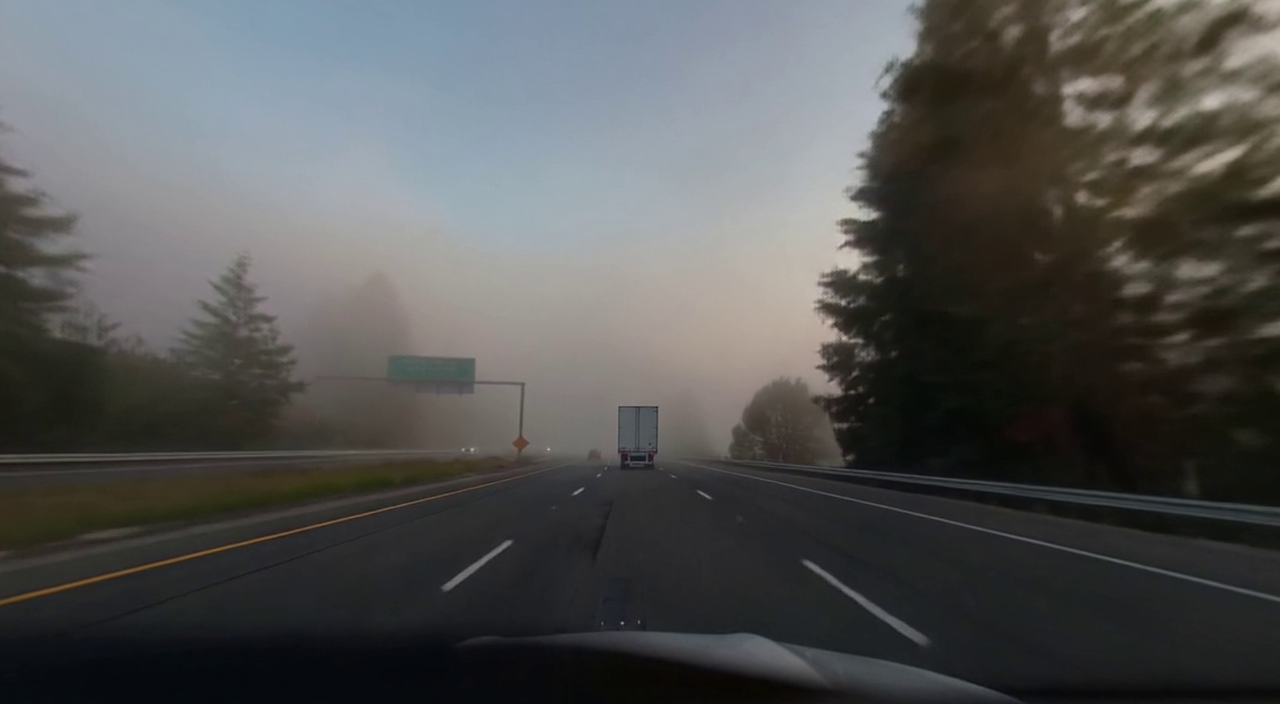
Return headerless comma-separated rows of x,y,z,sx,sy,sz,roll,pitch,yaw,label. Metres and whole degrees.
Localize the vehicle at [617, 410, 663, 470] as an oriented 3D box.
-0.193,6.589,46.690,2.962,3.953,10.696,0,-9,-2,vehicle
